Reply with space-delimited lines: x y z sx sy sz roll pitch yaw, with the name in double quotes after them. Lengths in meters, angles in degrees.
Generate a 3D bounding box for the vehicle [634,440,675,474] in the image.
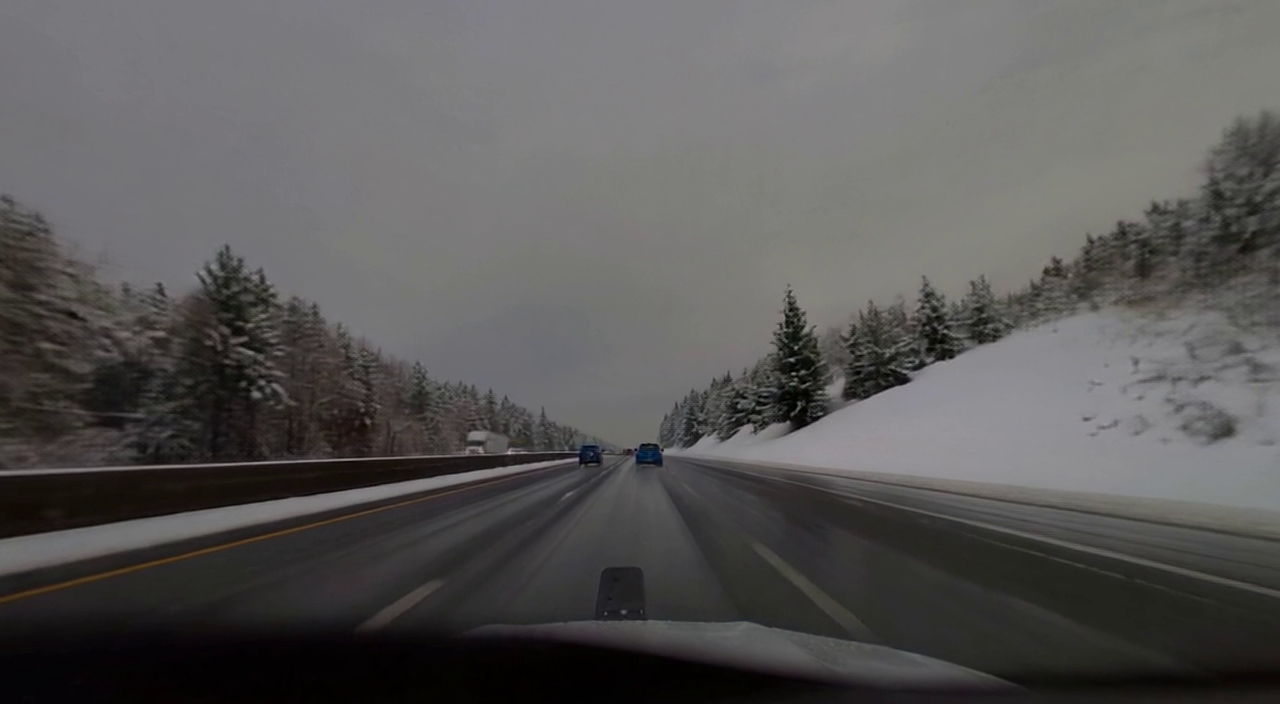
0.802 6.083 36.572 2.247 1.825 4.036 -1 -9 1 "vehicle"
